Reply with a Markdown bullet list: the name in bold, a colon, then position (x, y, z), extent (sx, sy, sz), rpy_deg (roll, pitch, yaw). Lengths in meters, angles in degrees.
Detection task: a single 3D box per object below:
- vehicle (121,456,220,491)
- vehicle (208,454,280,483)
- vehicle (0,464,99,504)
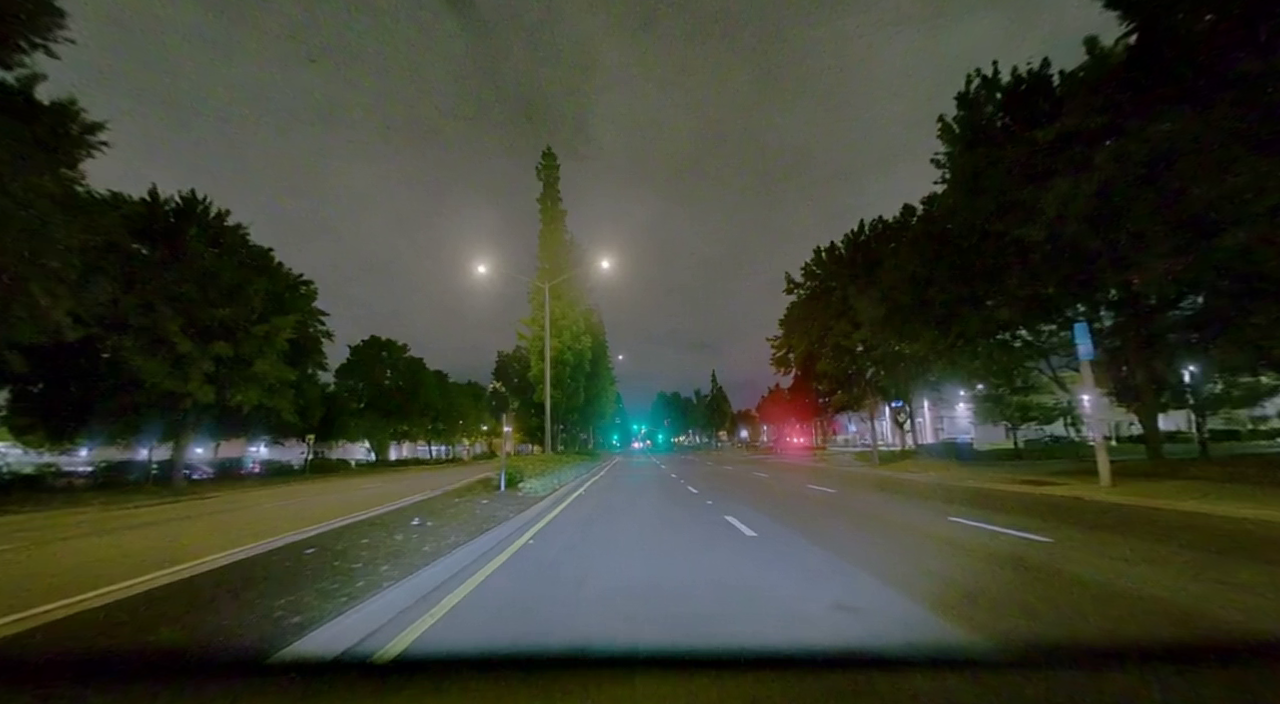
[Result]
- **vehicle**: position (-25.809, 6.635, 34.933), extent (1.864, 1.721, 4.249), rpy_deg (-1, -9, 6)
- **vehicle**: position (-25.365, 7.465, 40.665), extent (1.949, 1.662, 4.589), rpy_deg (0, -9, -4)
- **vehicle**: position (-25.920, 5.512, 26.479), extent (4.351, 1.478, 2.035), rpy_deg (2, -9, -15)
